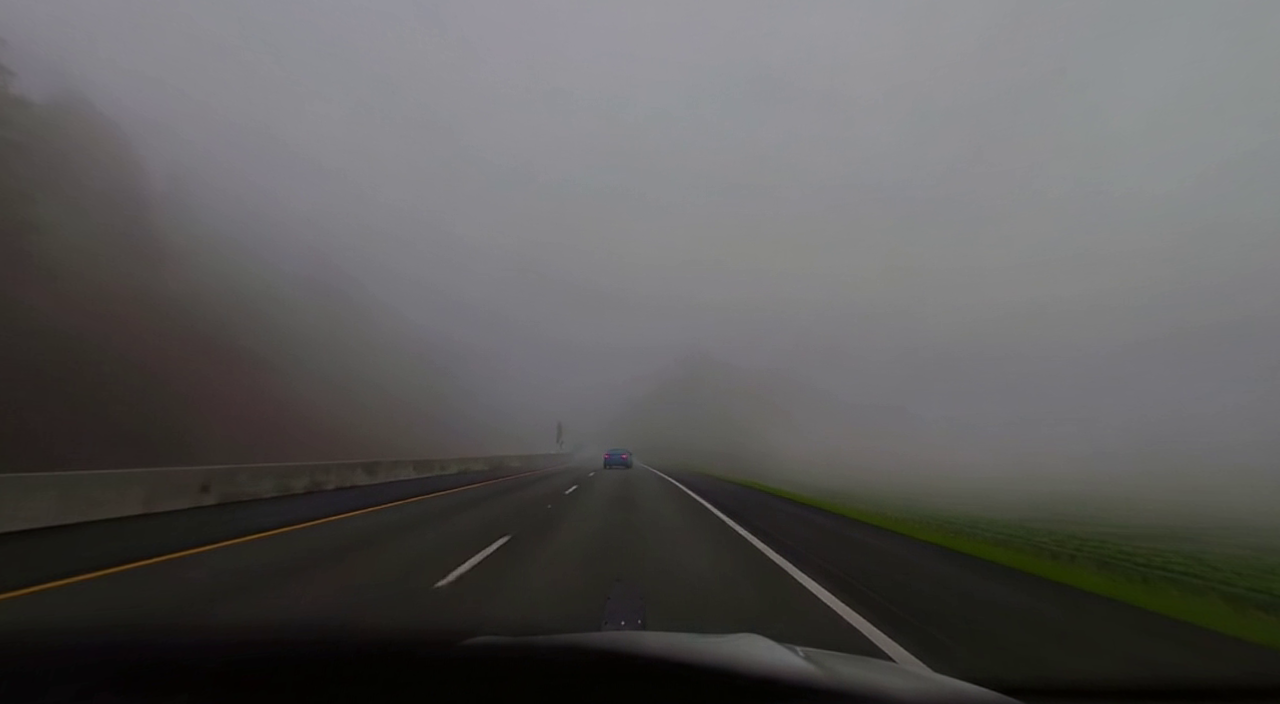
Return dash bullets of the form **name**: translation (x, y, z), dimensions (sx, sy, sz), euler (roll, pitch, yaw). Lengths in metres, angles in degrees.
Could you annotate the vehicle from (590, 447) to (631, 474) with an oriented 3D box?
- **vehicle**: translation (-1.603, 6.187, 36.092), dimensions (2.126, 1.411, 4.433), euler (0, -9, 0)
